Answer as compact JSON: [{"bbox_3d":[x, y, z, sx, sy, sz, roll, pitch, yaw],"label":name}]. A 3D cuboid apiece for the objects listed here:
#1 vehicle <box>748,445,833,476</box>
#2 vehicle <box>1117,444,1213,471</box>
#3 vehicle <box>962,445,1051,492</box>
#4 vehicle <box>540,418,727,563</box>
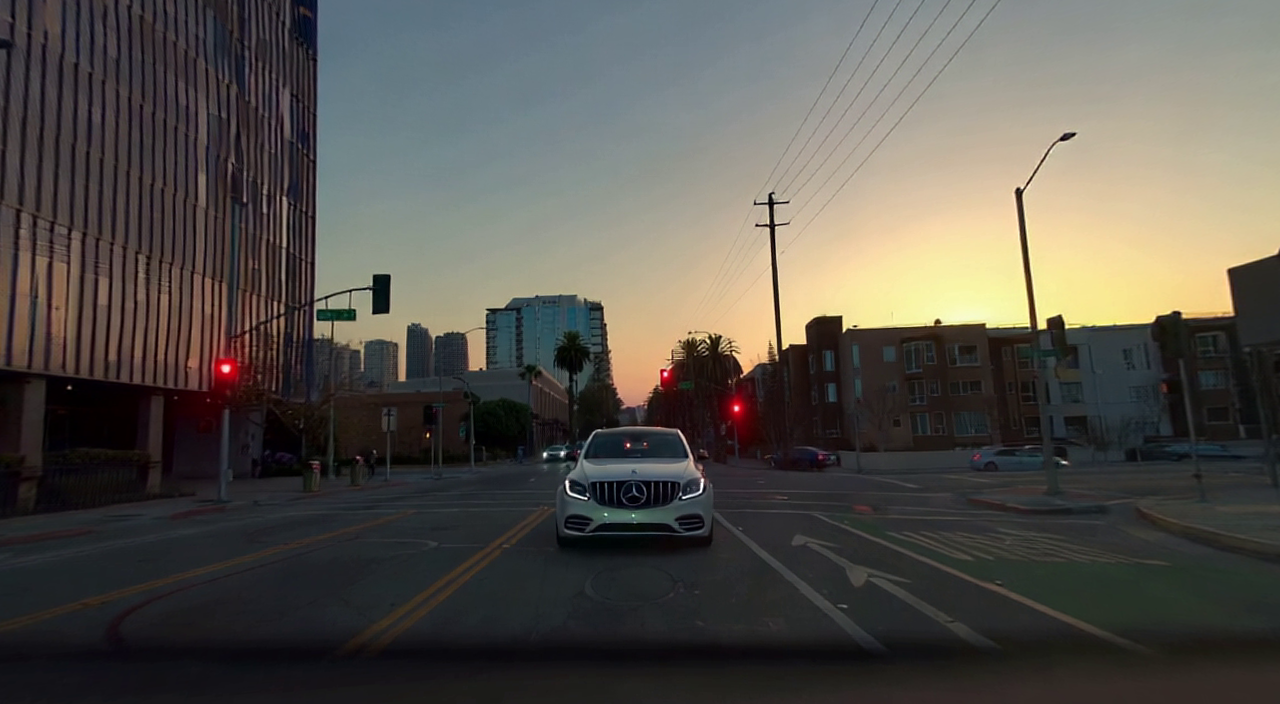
[{"bbox_3d":[8.945,6.457,37.750,4.494,1.704,1.976,-5,-10,30],"label":"vehicle"},{"bbox_3d":[32.167,6.466,38.770,4.234,1.613,1.812,0,-8,-1],"label":"vehicle"},{"bbox_3d":[14.060,4.382,24.126,2.004,1.593,4.118,-8,-11,41],"label":"vehicle"},{"bbox_3d":[-0.077,1.876,9.230,2.144,1.643,3.770,0,-8,0],"label":"vehicle"}]
